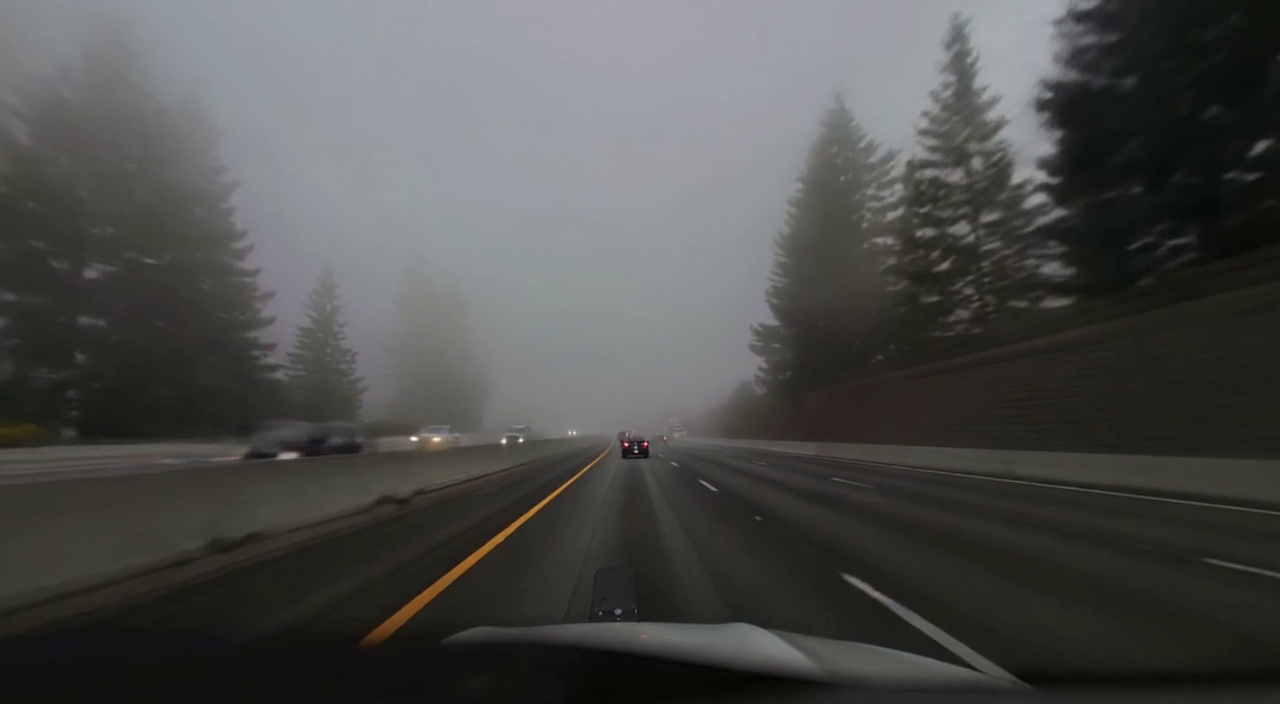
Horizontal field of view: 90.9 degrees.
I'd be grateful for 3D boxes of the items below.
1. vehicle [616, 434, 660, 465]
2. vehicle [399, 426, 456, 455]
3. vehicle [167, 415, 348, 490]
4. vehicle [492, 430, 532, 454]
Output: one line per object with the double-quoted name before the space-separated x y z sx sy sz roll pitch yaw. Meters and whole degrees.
"vehicle" -0.148 4.965 32.446 2.119 1.480 4.000 0 -8 -1
"vehicle" -12.818 5.341 38.218 1.974 1.647 4.270 0 -8 0
"vehicle" -8.793 2.332 14.968 1.842 1.511 3.979 0 -8 -1
"vehicle" -8.560 6.038 42.451 1.941 1.506 3.768 0 -8 0
